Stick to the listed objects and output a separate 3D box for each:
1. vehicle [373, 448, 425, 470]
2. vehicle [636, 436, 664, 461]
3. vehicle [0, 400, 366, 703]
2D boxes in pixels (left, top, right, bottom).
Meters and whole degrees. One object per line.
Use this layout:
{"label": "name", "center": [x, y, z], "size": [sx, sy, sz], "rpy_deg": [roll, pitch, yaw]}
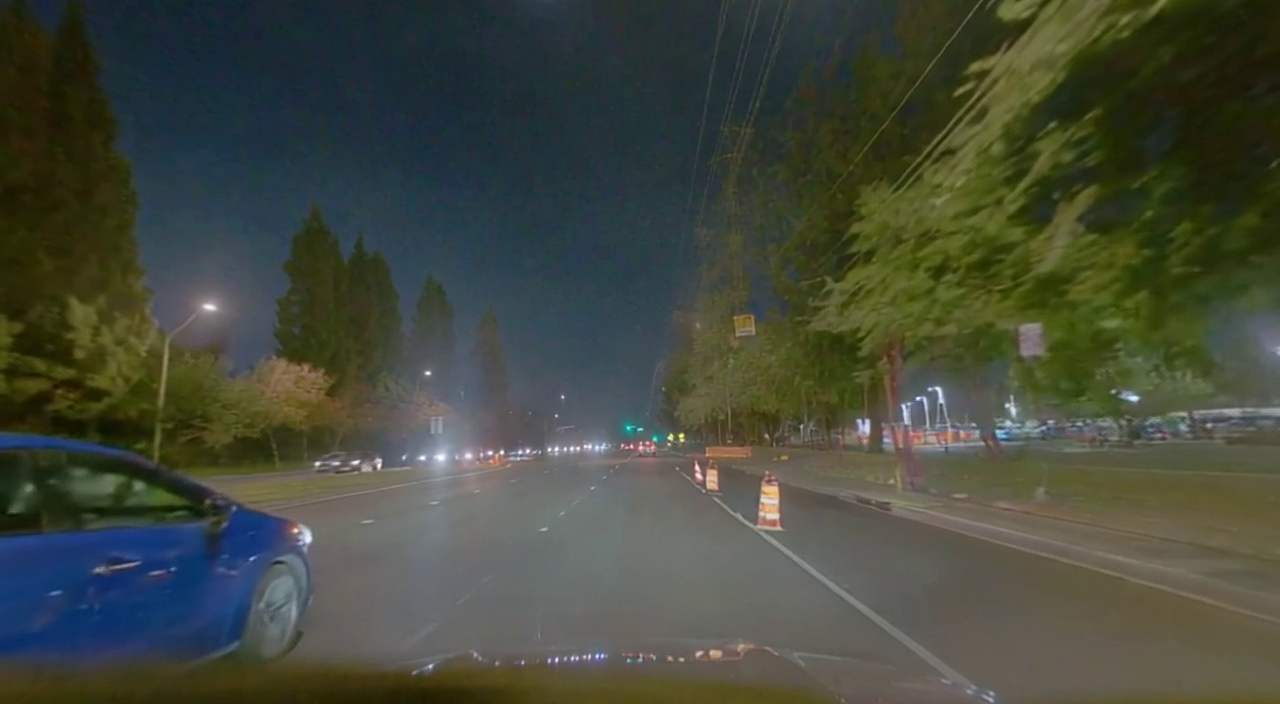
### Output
{"label": "vehicle", "center": [-17.709, 7.889, 46.577], "size": [1.979, 1.494, 4.706], "rpy_deg": [0, -8, 0]}
{"label": "vehicle", "center": [0.781, 7.415, 48.668], "size": [2.060, 1.845, 4.151], "rpy_deg": [0, -8, 0]}
{"label": "vehicle", "center": [-3.098, 0.924, 2.174], "size": [2.087, 1.480, 4.825], "rpy_deg": [0, -8, 1]}
